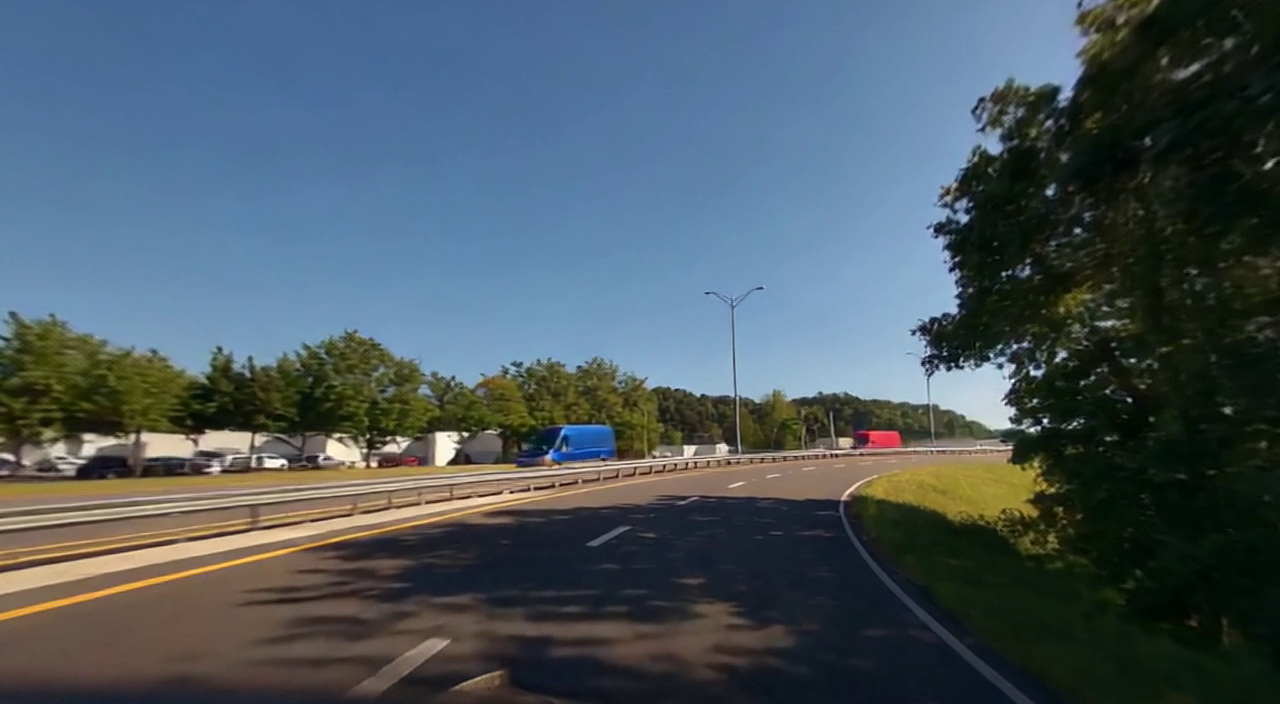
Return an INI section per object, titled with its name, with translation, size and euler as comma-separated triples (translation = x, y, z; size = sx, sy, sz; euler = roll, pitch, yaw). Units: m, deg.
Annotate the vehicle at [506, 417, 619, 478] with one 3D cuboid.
[vehicle]
translation = -3.733, 4.897, 32.240
size = 2.447, 2.725, 6.755
euler = -4, -9, 26
